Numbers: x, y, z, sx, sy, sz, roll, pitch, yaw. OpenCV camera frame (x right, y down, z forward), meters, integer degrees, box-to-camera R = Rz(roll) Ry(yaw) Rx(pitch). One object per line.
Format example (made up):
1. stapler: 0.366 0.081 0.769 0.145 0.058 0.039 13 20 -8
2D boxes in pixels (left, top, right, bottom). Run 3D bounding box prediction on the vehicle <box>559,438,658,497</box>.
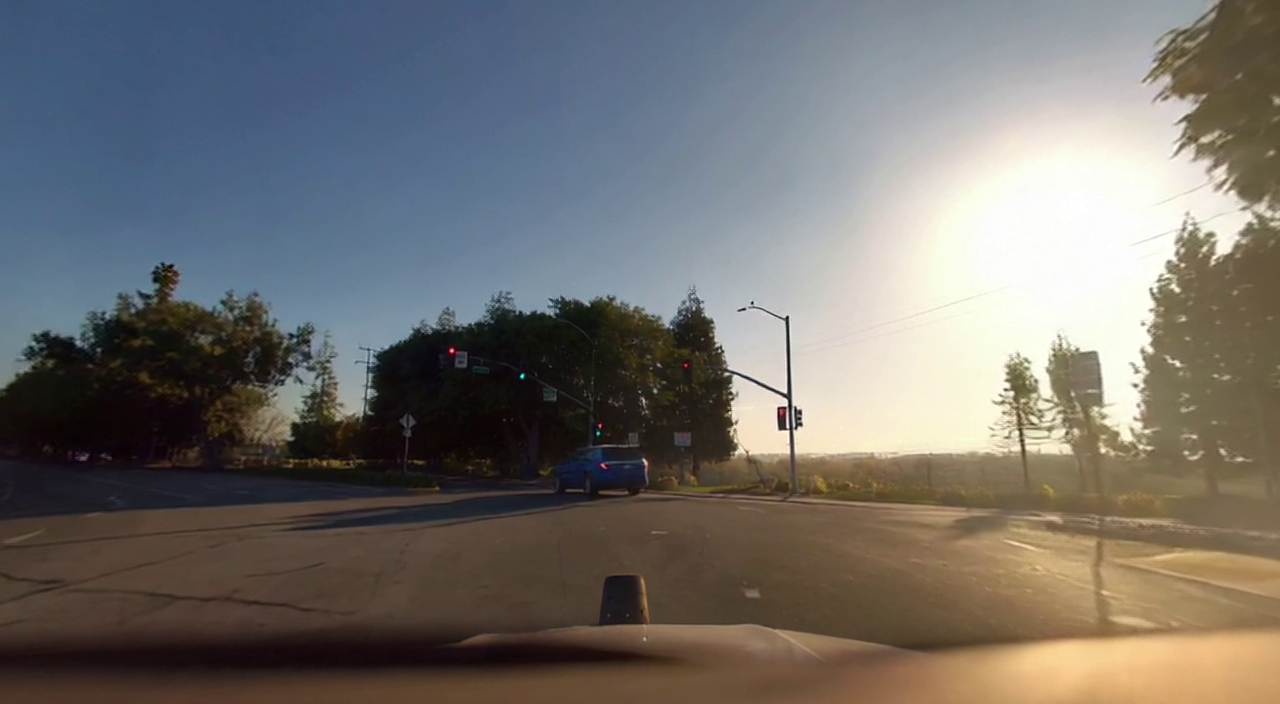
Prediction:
1. vehicle: -1.258 3.982 22.054 2.284 1.788 4.871 3 -10 -17
